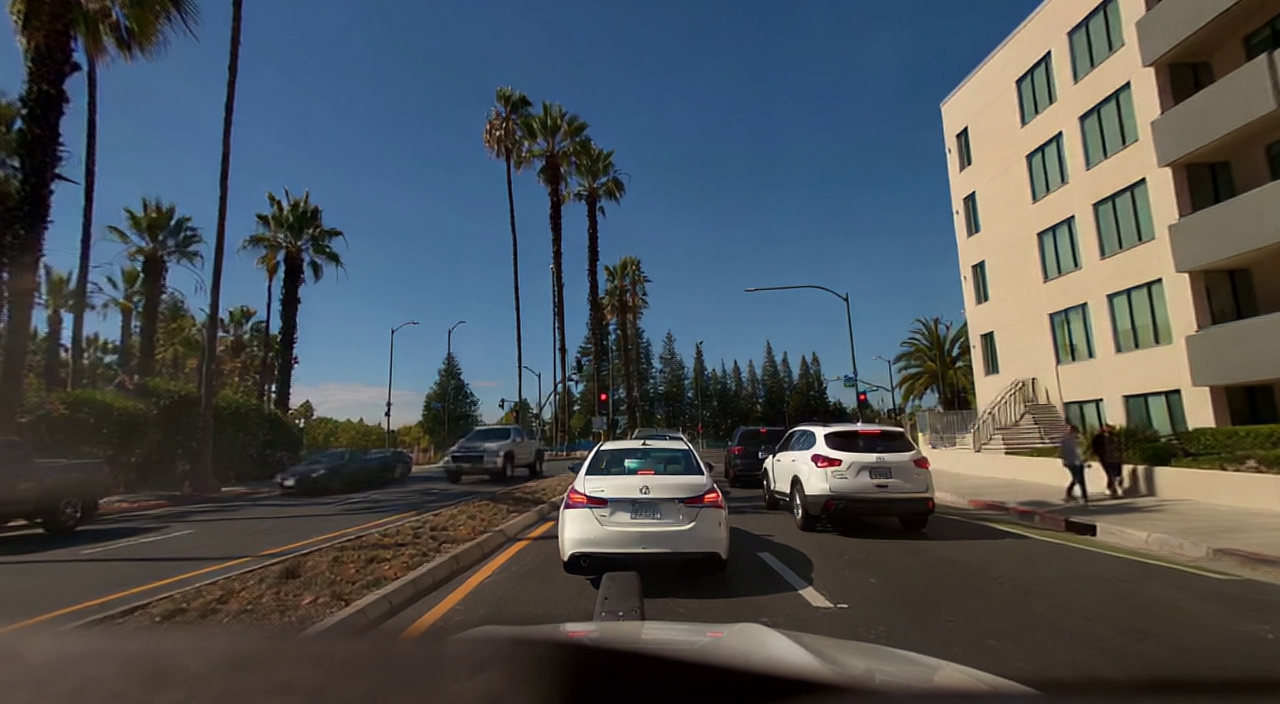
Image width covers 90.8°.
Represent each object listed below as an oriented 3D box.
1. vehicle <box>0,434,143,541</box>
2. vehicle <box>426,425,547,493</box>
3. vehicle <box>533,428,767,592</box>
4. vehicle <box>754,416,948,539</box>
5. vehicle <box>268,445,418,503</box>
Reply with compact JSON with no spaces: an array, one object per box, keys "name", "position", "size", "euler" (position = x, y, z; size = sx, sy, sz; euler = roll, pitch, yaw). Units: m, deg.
[{"name":"vehicle","position":[-13.051,2.720,12.288],"size":[2.240,1.964,5.707],"euler":[-6,-8,0]},{"name":"vehicle","position":[-4.714,3.384,20.253],"size":[2.068,1.811,4.910],"euler":[-3,-9,8]},{"name":"vehicle","position":[0.134,1.716,7.718],"size":[2.088,1.452,3.993],"euler":[0,-8,1]},{"name":"vehicle","position":[3.404,2.111,11.241],"size":[2.003,1.733,4.319],"euler":[0,-8,1]},{"name":"vehicle","position":[-8.335,3.442,18.319],"size":[1.898,1.439,4.540],"euler":[-1,-8,4]}]
